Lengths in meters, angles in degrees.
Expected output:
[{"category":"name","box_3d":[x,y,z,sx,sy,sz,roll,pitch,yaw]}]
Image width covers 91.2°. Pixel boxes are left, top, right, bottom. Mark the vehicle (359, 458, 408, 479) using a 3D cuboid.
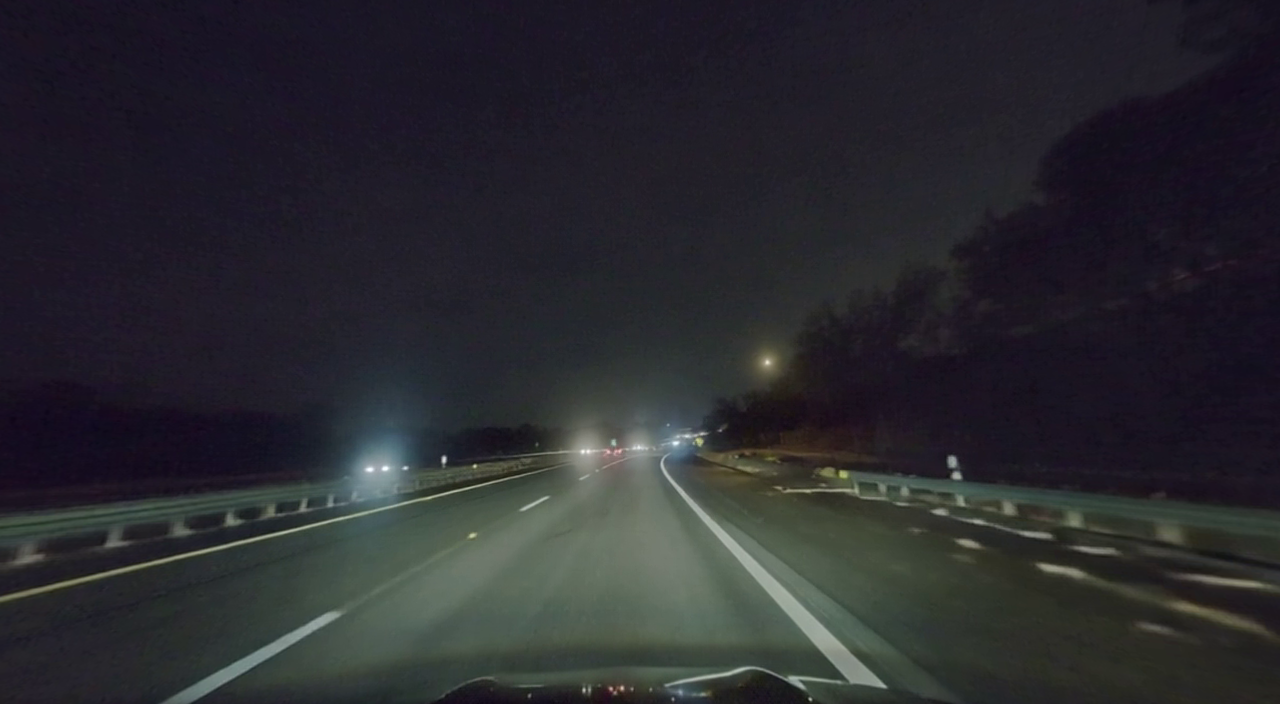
[{"category":"vehicle","box_3d":[-20.046,9.072,49.155,1.900,1.506,4.258,0,-9,1]}]
